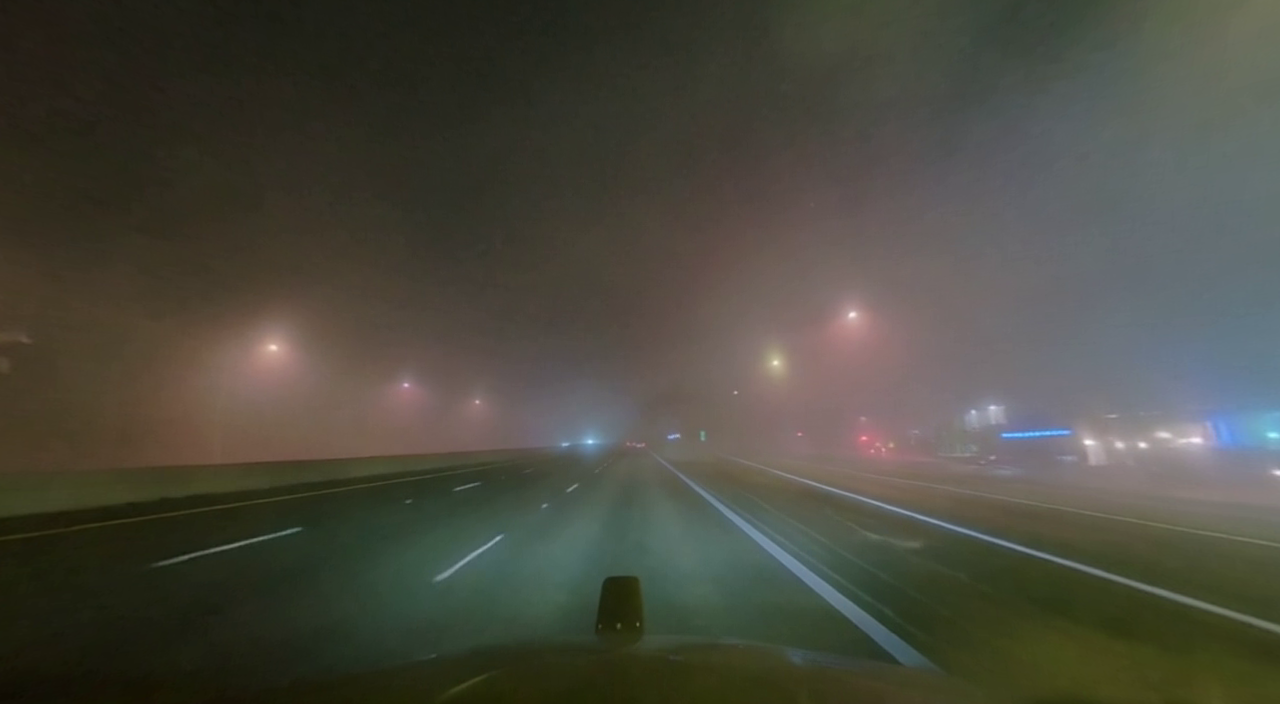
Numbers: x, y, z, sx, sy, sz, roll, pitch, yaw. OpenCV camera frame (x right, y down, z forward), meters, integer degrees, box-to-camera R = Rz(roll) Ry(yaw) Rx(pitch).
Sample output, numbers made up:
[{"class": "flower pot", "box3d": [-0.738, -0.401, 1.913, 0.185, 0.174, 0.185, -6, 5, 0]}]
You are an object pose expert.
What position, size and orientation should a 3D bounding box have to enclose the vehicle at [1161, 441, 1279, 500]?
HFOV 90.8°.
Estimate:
[{"class": "vehicle", "box3d": [22.565, 4.289, 23.348, 2.013, 1.958, 5.318, -1, -8, -1]}]
